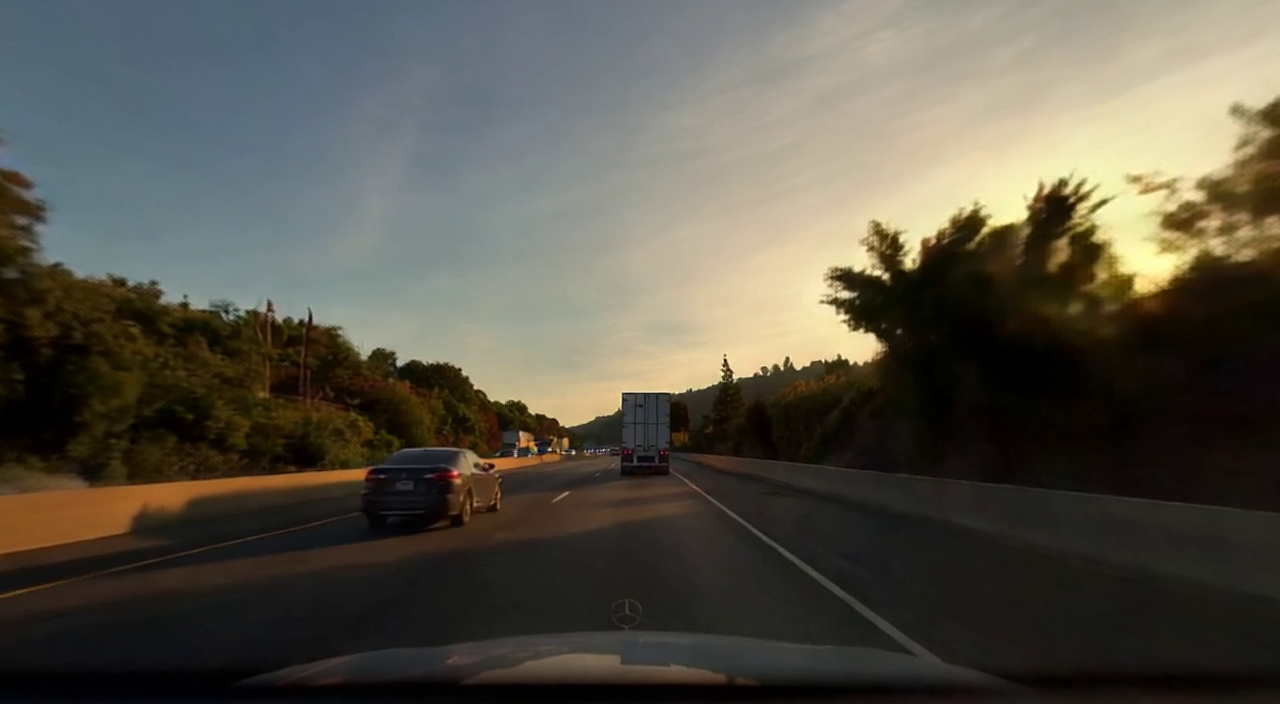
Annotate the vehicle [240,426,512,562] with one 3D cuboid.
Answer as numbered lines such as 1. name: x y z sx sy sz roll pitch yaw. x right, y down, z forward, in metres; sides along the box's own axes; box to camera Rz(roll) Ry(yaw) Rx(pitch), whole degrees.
1. vehicle: -3.551 2.042 9.803 2.074 1.546 4.946 0 -9 0

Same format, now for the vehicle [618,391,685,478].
1. vehicle: 0.431 4.413 32.880 2.959 3.828 9.617 0 -9 -1
